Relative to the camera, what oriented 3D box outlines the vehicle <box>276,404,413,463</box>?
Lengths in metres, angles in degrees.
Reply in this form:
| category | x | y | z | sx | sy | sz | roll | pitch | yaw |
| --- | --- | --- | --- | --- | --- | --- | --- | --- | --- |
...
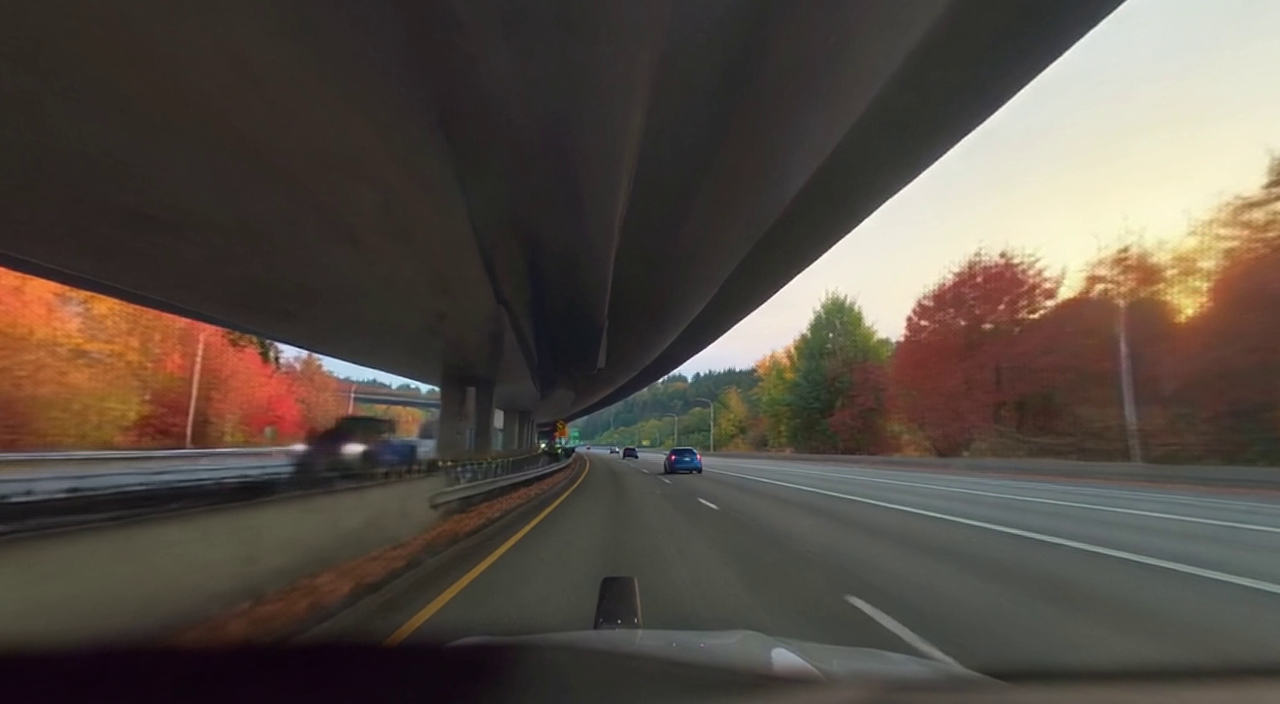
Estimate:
| category | x | y | z | sx | sy | sz | roll | pitch | yaw |
| --- | --- | --- | --- | --- | --- | --- | --- | --- | --- |
| vehicle | -9.342 | 2.708 | 20.365 | 2.185 | 1.675 | 4.704 | 0 | -9 | -1 |

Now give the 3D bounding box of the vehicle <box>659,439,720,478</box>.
| category | x | y | z | sx | sy | sz | roll | pitch | yaw |
| --- | --- | --- | --- | --- | --- | --- | --- | --- | --- |
| vehicle | 2.216 | 4.945 | 29.286 | 2.337 | 1.633 | 4.222 | 0 | -9 | -2 |
